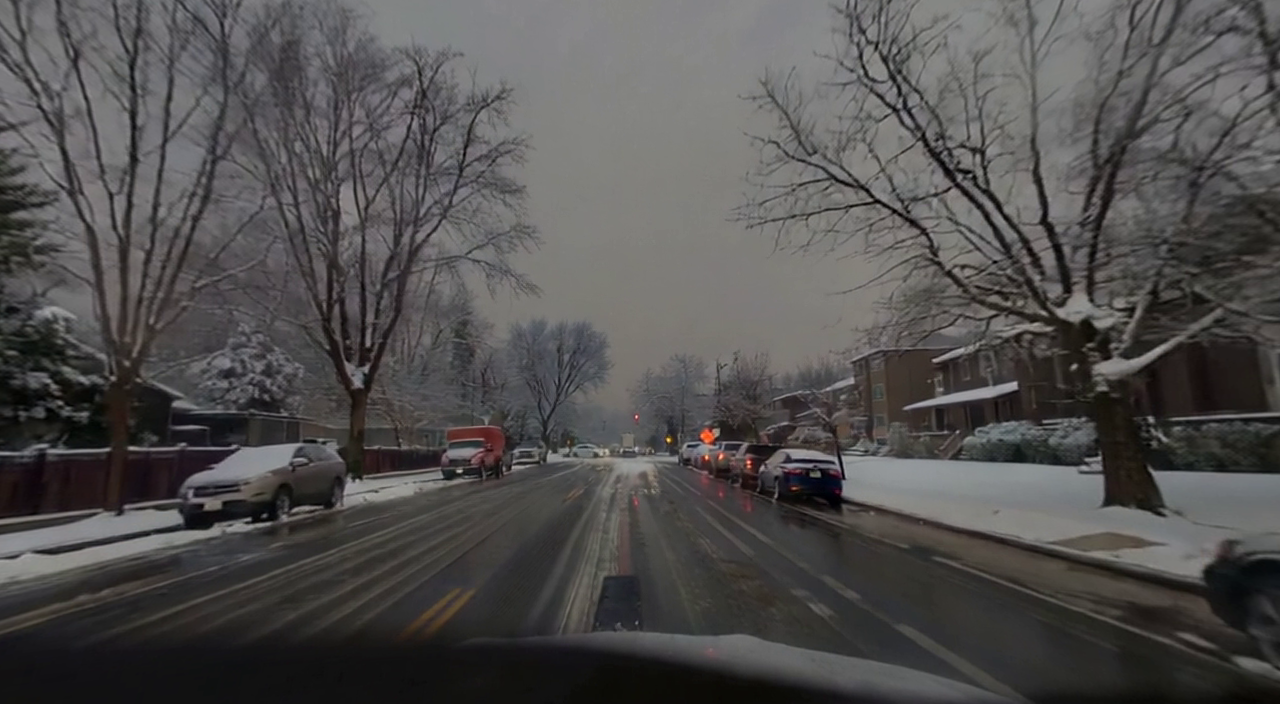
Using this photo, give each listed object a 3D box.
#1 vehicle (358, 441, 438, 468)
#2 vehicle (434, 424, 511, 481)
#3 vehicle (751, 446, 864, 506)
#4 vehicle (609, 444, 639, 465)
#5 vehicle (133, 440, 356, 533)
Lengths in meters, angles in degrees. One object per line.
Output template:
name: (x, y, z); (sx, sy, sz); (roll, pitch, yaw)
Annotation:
vehicle: (-16.995, 7.194, 44.388); (4.779, 1.823, 1.964); (0, -9, -1)
vehicle: (-8.283, 5.034, 31.666); (2.526, 2.631, 4.228); (0, -9, 2)
vehicle: (4.600, 3.464, 18.039); (1.912, 1.463, 4.477); (1, -9, -1)
vehicle: (-1.134, 7.517, 46.331); (2.151, 1.481, 4.084); (0, -9, 0)
vehicle: (-8.254, 2.819, 13.827); (1.950, 1.672, 4.664); (0, -9, -2)
